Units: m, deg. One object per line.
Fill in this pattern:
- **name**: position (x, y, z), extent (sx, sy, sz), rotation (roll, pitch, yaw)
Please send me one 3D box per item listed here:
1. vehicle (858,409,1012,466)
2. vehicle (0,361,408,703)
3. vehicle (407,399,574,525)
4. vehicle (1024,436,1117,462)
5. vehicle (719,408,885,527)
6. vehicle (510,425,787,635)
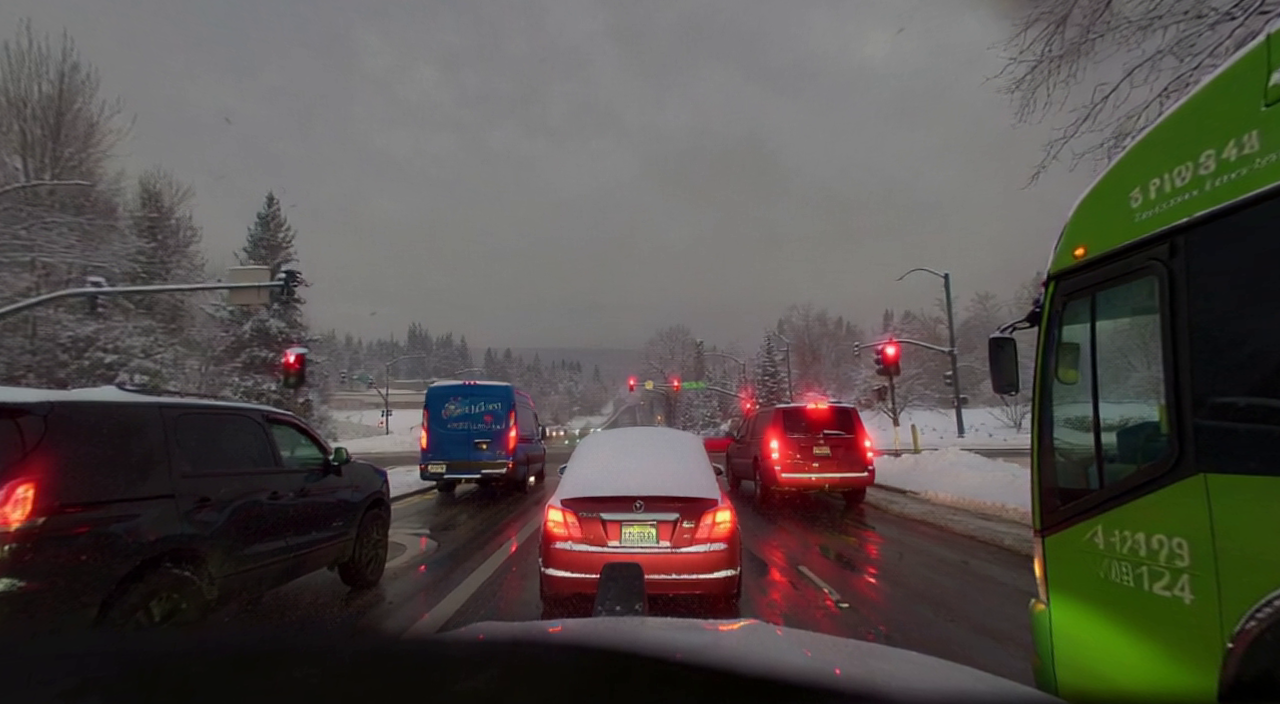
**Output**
- **vehicle**: position (17.564, 5.138, 37.934), extent (7.839, 3.213, 2.628), rotation (0, -9, -3)
- **vehicle**: position (-3.419, 1.178, 4.625), extent (1.921, 1.701, 3.989), rotation (0, -8, -1)
- **vehicle**: position (-2.947, 2.352, 13.956), extent (2.335, 2.221, 5.165), rotation (0, -8, 1)
- **vehicle**: position (25.832, 5.831, 38.005), extent (4.229, 1.489, 1.794), rotation (0, -8, -1)
- **vehicle**: position (3.143, 2.403, 13.678), extent (2.143, 2.036, 5.367), rotation (0, -8, 0)
- **vehicle**: position (0.055, 1.550, 6.412), extent (1.976, 1.485, 3.624), rotation (0, -8, 0)
